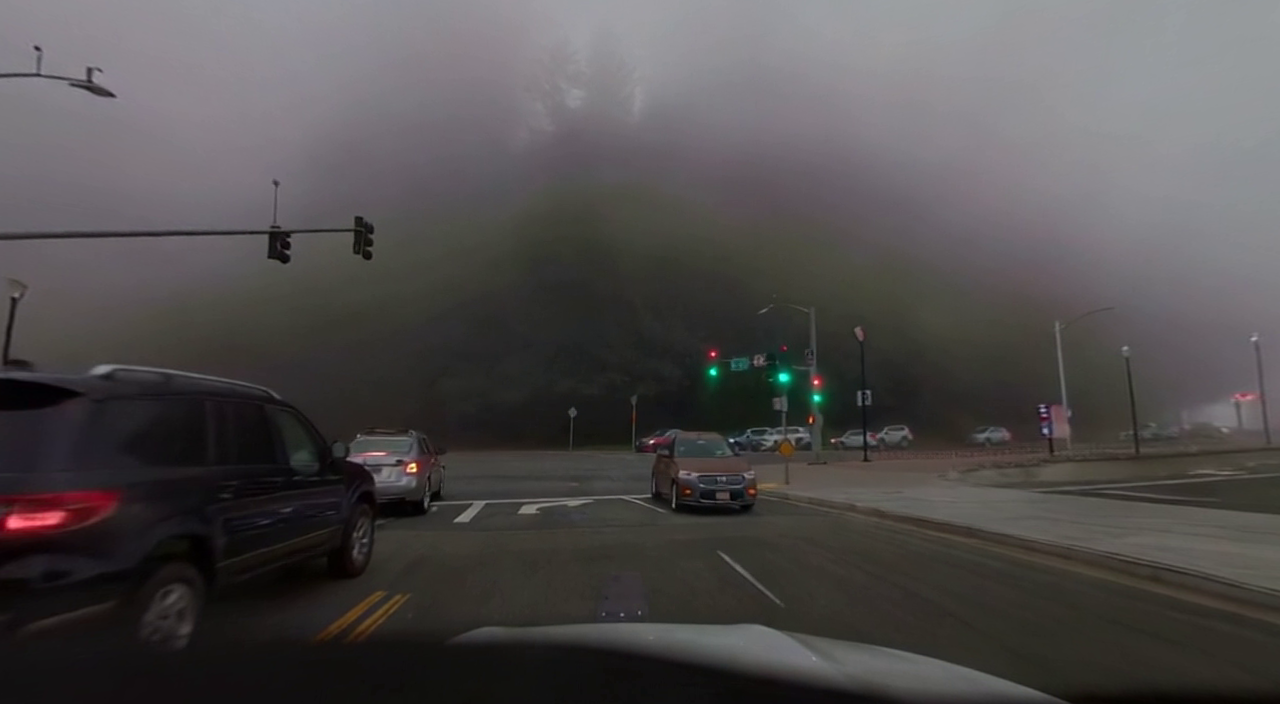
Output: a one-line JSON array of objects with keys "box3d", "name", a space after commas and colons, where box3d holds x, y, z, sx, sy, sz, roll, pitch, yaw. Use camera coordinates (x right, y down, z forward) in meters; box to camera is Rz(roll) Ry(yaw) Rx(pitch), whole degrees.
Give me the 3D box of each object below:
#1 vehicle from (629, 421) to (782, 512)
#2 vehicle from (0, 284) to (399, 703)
[{"box3d": [1.341, 2.705, 15.374, 2.202, 1.822, 4.826, 2, -9, -13], "name": "vehicle"}, {"box3d": [-3.784, 1.040, 4.839, 2.254, 2.006, 4.766, 1, -9, -4], "name": "vehicle"}]
